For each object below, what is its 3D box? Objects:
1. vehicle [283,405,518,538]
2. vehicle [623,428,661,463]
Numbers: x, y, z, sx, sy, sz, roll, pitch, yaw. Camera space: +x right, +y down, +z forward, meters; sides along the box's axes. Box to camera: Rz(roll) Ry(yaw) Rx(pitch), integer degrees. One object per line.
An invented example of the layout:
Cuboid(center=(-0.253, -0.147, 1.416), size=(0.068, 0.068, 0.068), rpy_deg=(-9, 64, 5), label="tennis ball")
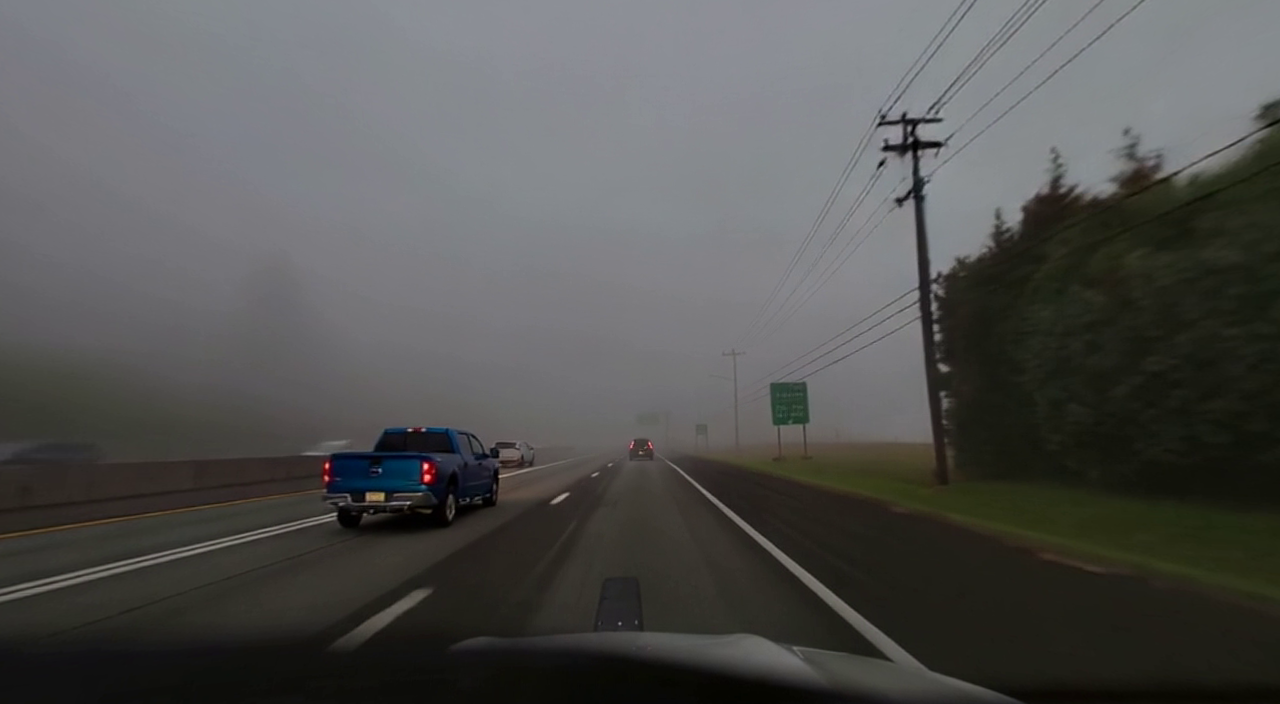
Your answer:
Cuboid(center=(-3.817, 2.039, 11.420), size=(2.204, 1.812, 5.289), rpy_deg=(0, -8, 0), label="vehicle")
Cuboid(center=(0.101, 6.158, 41.502), size=(2.358, 2.144, 4.713), rpy_deg=(0, -8, 0), label="vehicle")
